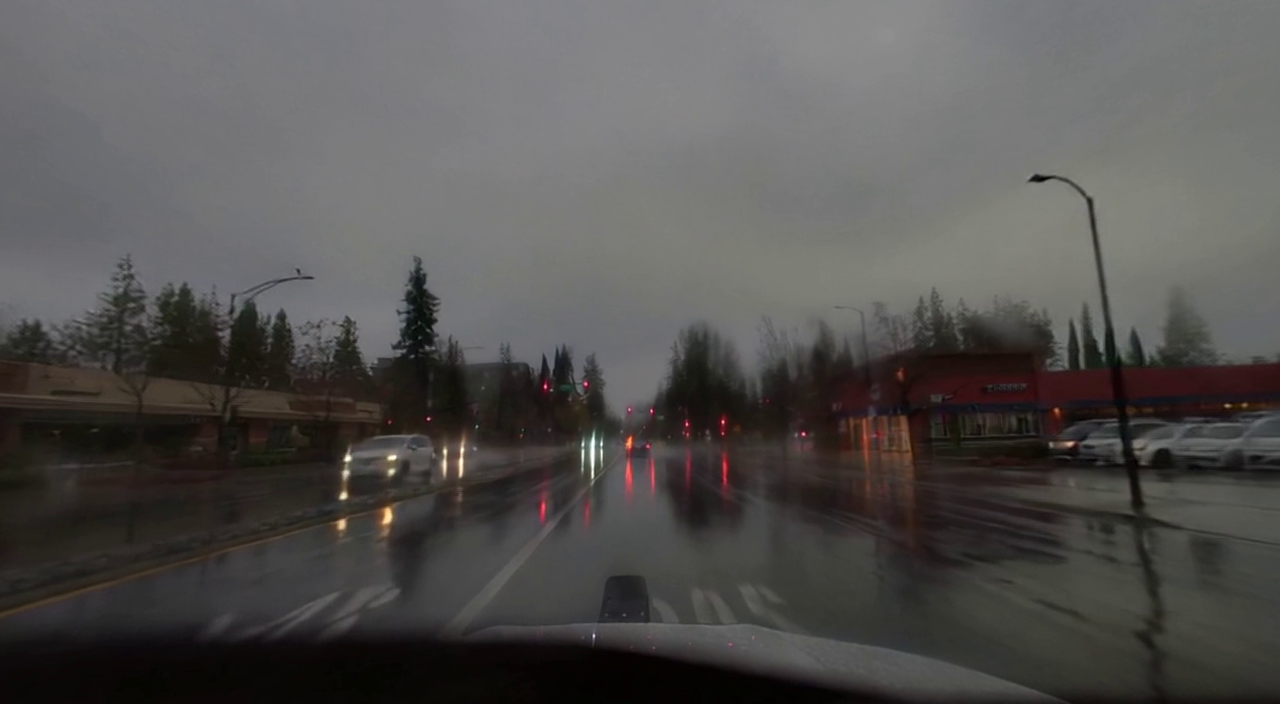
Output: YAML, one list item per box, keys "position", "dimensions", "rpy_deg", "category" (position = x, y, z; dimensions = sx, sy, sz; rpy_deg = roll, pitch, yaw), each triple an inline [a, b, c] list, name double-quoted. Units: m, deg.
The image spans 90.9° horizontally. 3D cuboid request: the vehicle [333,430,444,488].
- position: [-8.695, 3.732, 22.331]
  dimensions: [2.149, 1.793, 4.468]
  rpy_deg: [0, -8, -1]
  category: "vehicle"
